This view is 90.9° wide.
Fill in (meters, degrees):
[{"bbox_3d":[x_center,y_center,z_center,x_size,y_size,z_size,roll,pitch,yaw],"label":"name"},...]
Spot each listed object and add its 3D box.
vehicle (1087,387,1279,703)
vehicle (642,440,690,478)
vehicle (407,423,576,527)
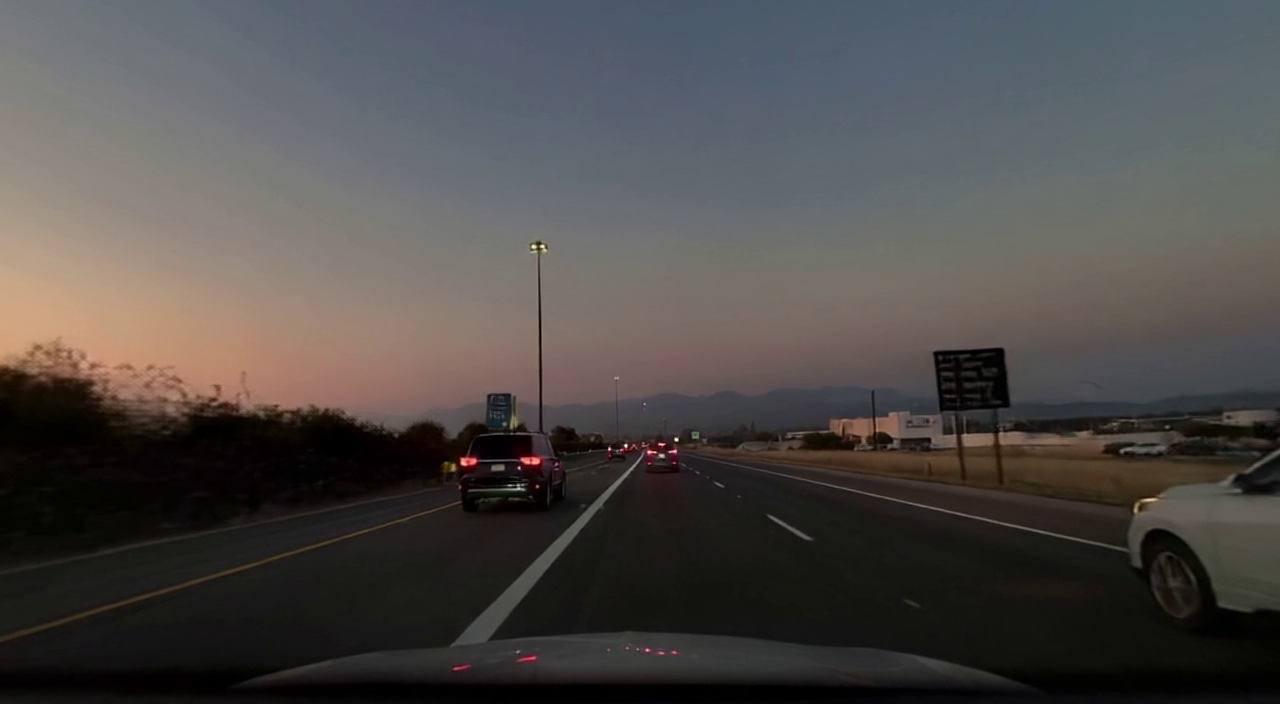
[{"bbox_3d":[4.181,0.822,2.126,2.027,1.588,4.611,0,-8,1],"label":"vehicle"},{"bbox_3d":[1.121,4.814,28.676,2.000,1.558,3.945,0,-8,0],"label":"vehicle"},{"bbox_3d":[-2.788,2.450,13.177,2.239,1.761,4.620,-1,-8,2],"label":"vehicle"}]
